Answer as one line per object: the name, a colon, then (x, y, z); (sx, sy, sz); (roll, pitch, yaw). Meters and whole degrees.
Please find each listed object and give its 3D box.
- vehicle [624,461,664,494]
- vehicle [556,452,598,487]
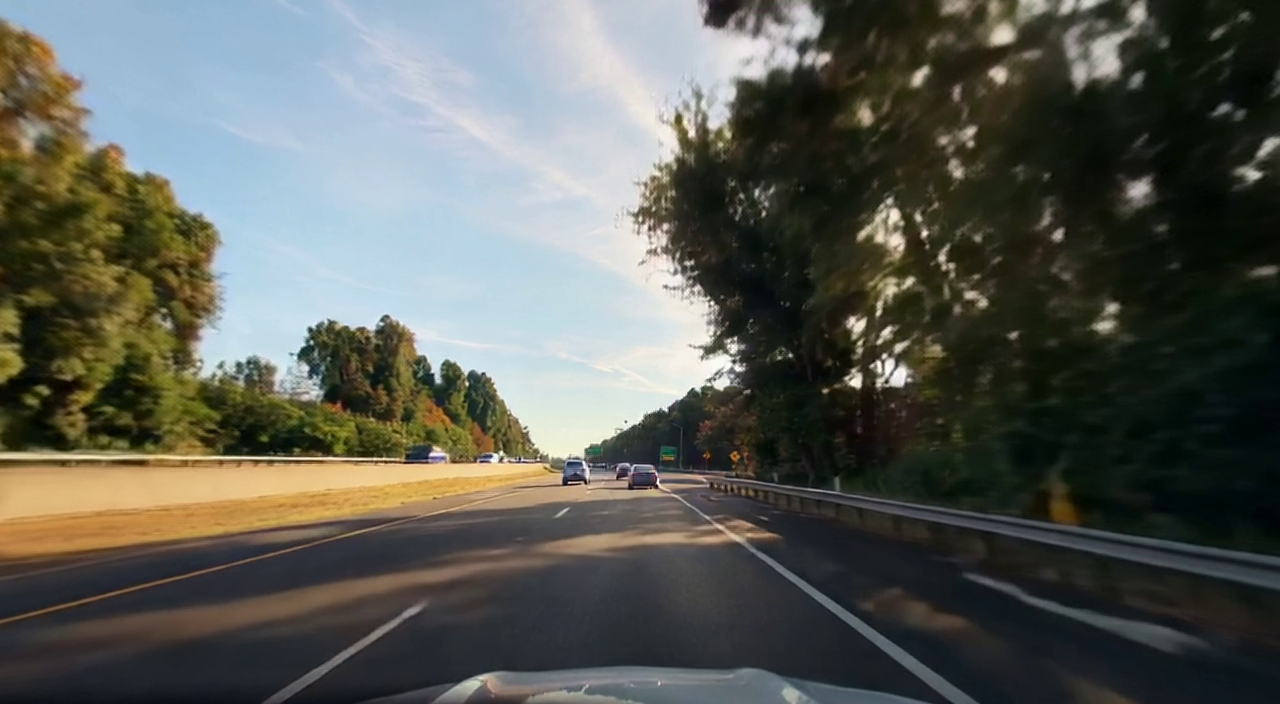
vehicle: (0.156, 6.377, 32.189); (1.905, 1.559, 3.491); (1, -10, -1)
vehicle: (-4.065, 7.672, 41.264); (2.237, 2.113, 4.815); (1, -10, 0)
